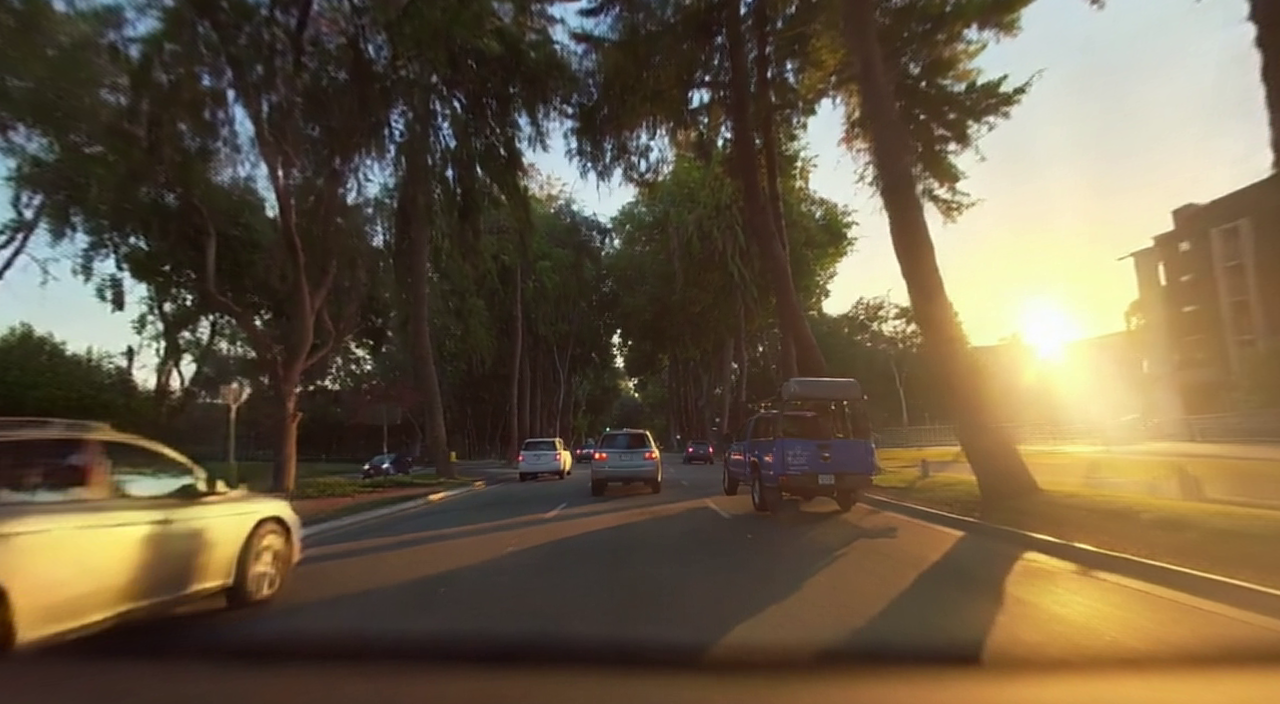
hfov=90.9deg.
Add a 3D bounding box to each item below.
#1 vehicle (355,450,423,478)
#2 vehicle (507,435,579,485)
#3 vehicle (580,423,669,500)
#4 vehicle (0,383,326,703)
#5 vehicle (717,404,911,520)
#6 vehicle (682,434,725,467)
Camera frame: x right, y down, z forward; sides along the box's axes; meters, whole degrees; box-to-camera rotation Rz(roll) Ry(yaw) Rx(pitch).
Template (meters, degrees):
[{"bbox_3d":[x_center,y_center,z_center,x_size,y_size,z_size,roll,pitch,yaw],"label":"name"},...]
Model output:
[{"bbox_3d":[-14.534,6.484,36.802,2.001,1.441,4.488,-1,-9,1],"label":"vehicle"},{"bbox_3d":[-3.400,3.861,22.830,1.894,1.642,3.861,0,-9,1],"label":"vehicle"},{"bbox_3d":[-0.307,2.857,16.725,2.075,1.770,4.018,0,-9,1],"label":"vehicle"},{"bbox_3d":[-3.936,1.039,3.446,1.959,1.614,4.676,0,-9,1],"label":"vehicle"},{"bbox_3d":[3.471,2.417,14.314,2.655,2.054,6.098,0,-9,0],"label":"vehicle"},{"bbox_3d":[3.907,6.199,39.718,2.183,1.948,4.633,0,-9,-1],"label":"vehicle"}]
